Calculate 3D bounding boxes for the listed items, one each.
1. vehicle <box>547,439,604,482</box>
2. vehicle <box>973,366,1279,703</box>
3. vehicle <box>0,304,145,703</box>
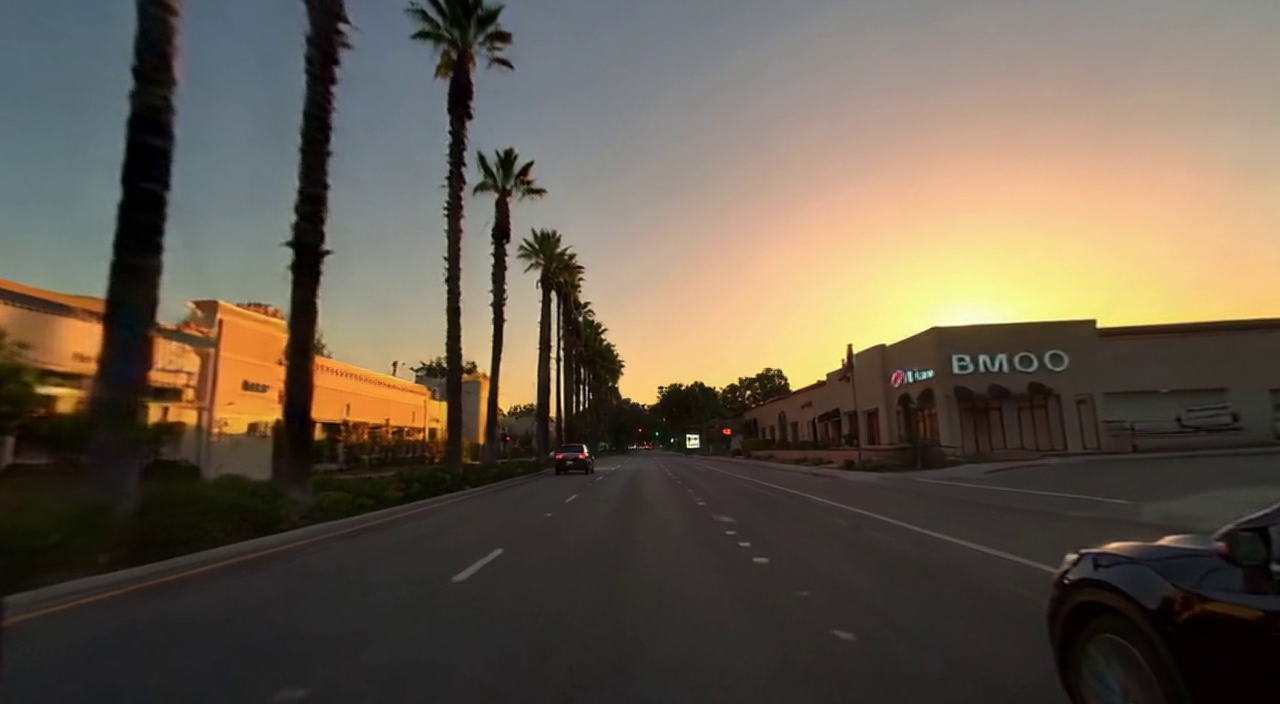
[{"bbox_3d":[-2.816,4.821,28.355,1.998,1.743,4.402,0,-8,1],"label":"vehicle"},{"bbox_3d":[2.804,0.735,1.340,1.946,1.513,4.133,0,-8,1],"label":"vehicle"},{"bbox_3d":[-3.185,0.499,0.451,2.058,1.804,4.391,0,-9,0],"label":"vehicle"}]
